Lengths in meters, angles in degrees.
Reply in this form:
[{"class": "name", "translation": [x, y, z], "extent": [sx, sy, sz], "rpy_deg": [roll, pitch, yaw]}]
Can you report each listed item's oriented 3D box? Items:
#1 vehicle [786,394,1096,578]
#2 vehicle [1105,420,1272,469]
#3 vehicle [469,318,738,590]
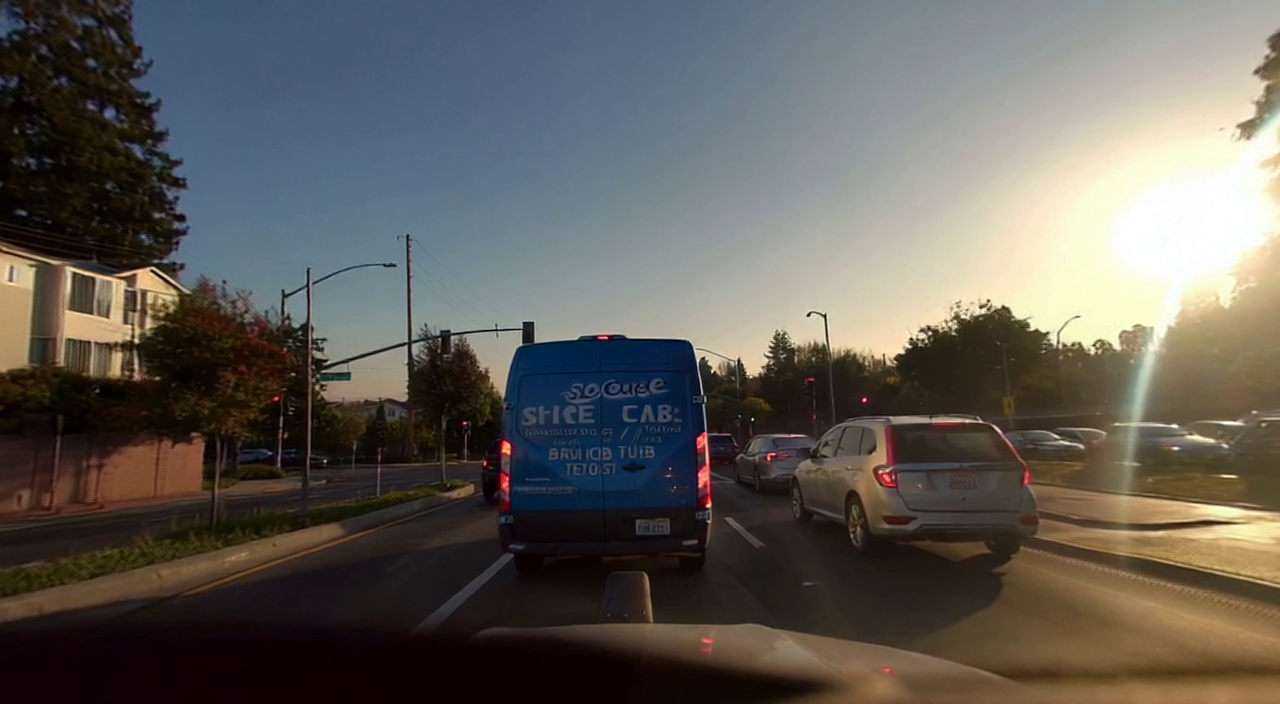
[{"class": "vehicle", "translation": [3.428, 1.617, 8.332], "extent": [1.965, 1.771, 4.295], "rpy_deg": [0, -8, 0]}, {"class": "vehicle", "translation": [17.219, 2.916, 19.927], "extent": [3.491, 1.443, 1.837], "rpy_deg": [0, -8, 0]}, {"class": "vehicle", "translation": [-0.299, 1.272, 8.310], "extent": [2.422, 2.488, 4.992], "rpy_deg": [0, -8, 1]}]
